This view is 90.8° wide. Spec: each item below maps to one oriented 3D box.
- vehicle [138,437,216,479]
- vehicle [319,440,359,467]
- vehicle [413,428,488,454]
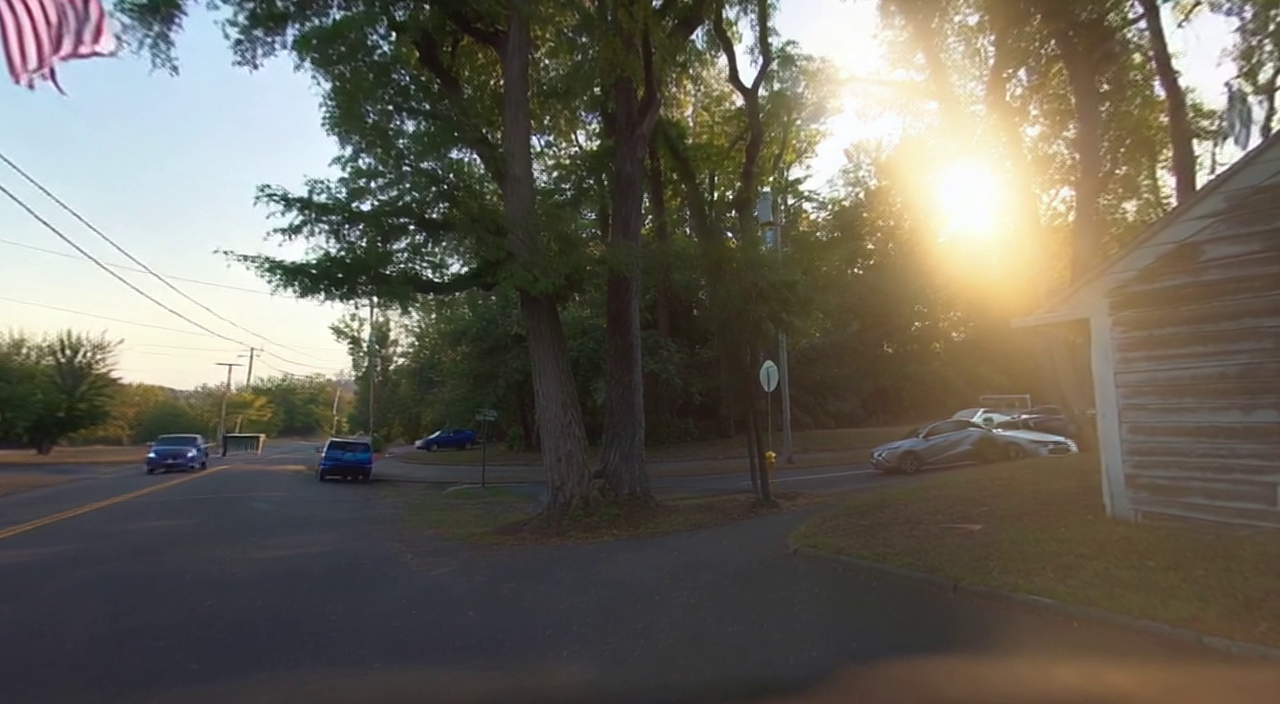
[{"bbox_3d":[-21.771,4.982,29.912,2.086,1.798,4.511,4,-9,-25],"label":"vehicle"},{"bbox_3d":[-17.600,5.910,36.859,1.941,1.460,4.206,4,-9,-26],"label":"vehicle"},{"bbox_3d":[-13.506,6.380,45.104,4.767,1.735,1.920,4,-9,-27],"label":"vehicle"}]
